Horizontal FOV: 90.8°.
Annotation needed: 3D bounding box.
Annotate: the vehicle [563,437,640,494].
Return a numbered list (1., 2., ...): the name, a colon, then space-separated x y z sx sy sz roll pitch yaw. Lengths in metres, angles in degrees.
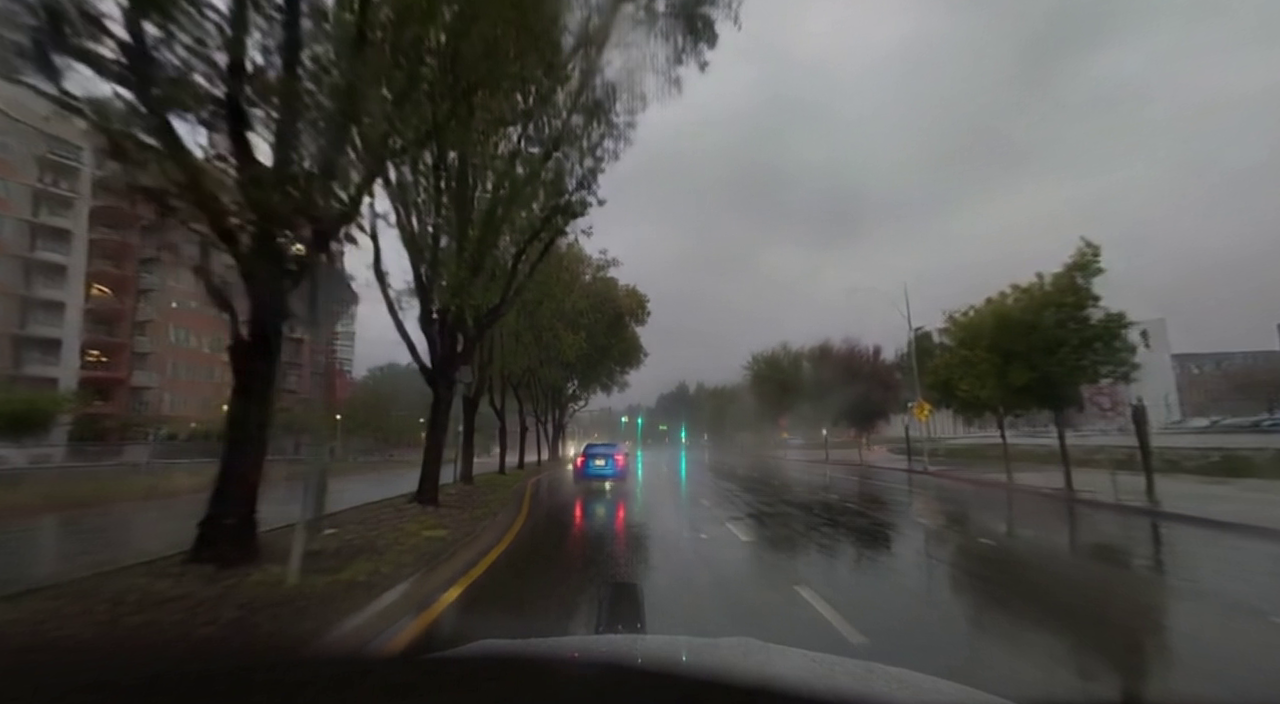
1. vehicle: -1.179 3.359 19.178 2.042 1.479 4.601 0 -8 -4
